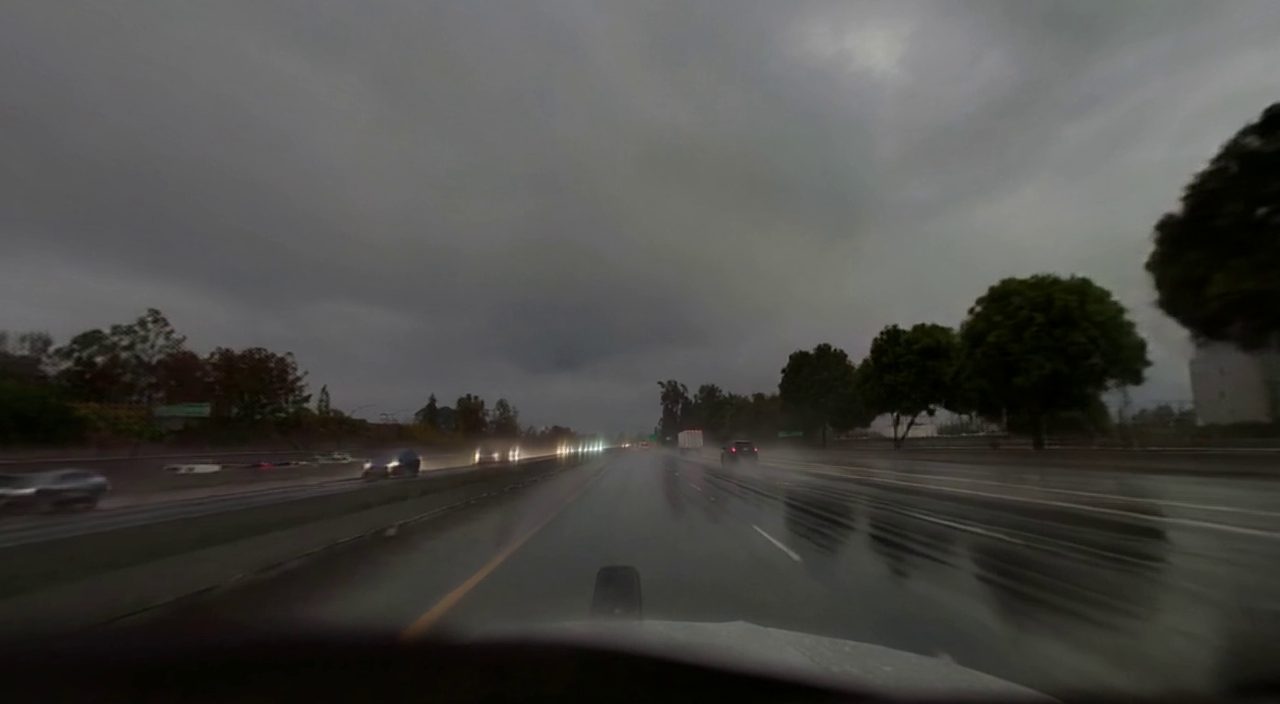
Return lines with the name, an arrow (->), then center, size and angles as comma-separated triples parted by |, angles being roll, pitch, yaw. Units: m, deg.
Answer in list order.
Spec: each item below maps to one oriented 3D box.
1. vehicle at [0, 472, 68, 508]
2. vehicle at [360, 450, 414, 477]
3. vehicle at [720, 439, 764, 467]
vehicle -> -30.417, 6.588, 30.169 | 1.871, 1.474, 4.603 | 0, -9, -1
vehicle -> -18.413, 8.117, 46.244 | 2.032, 1.757, 4.656 | 0, -9, 0
vehicle -> 6.612, 6.580, 41.374 | 2.030, 1.706, 4.279 | 0, -9, -1
